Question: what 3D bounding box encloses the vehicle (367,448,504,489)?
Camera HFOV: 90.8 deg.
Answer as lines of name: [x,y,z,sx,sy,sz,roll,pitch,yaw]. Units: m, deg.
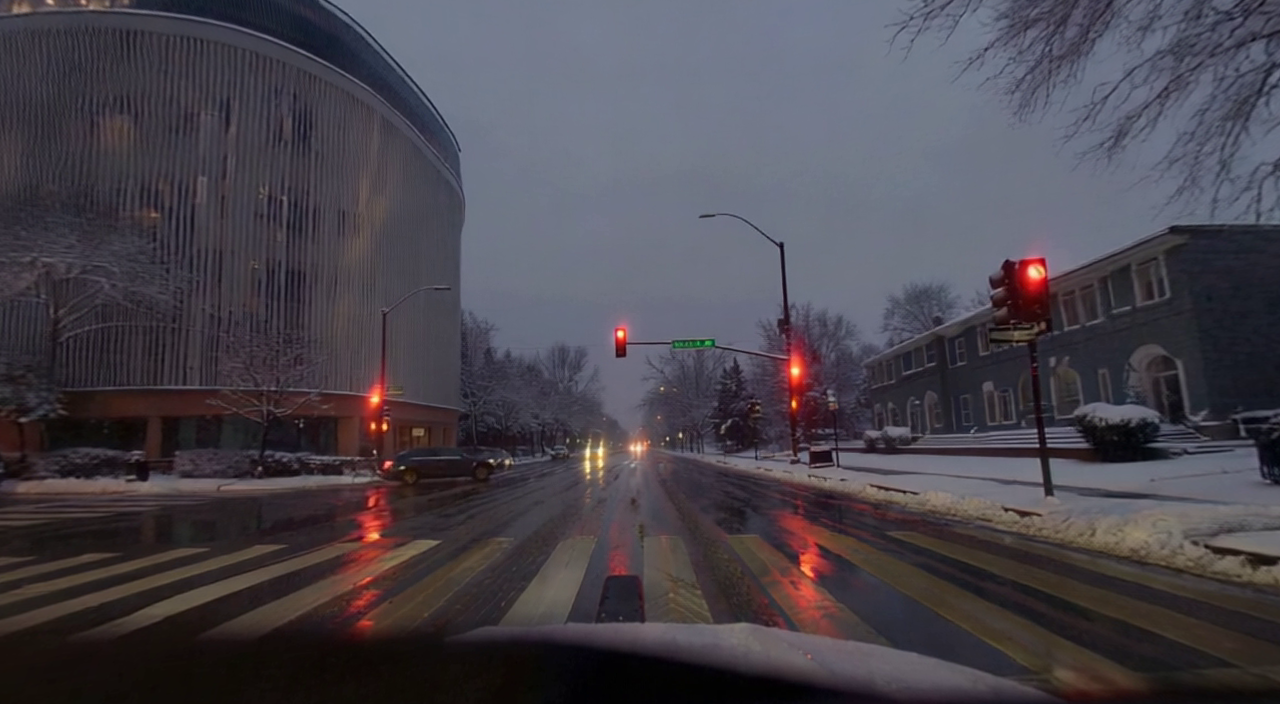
vehicle: [-8.229,4.658,25.697,4.833,1.452,2.088,6,-11,-36]
